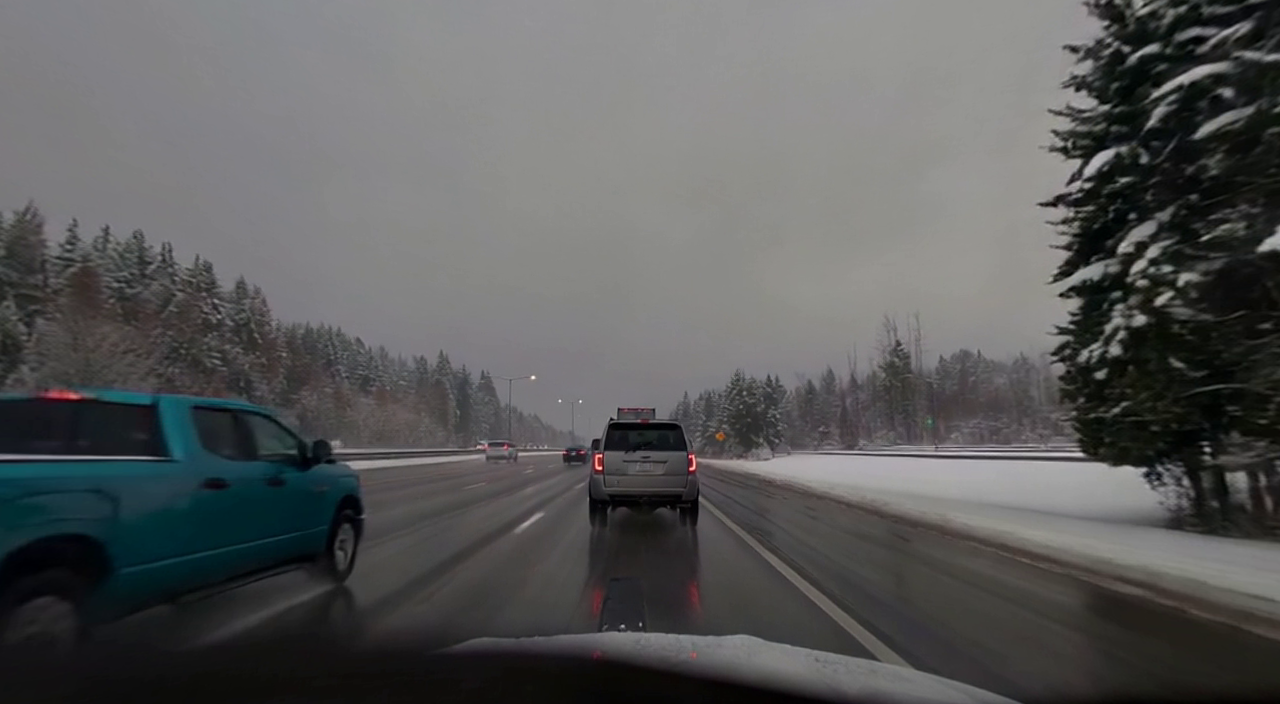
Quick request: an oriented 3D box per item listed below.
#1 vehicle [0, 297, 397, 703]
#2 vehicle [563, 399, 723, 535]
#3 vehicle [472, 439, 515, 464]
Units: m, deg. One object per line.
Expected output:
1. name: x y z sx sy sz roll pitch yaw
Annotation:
1. vehicle: -4.091 0.970 4.348 2.486 1.962 5.525 0 -8 2
2. vehicle: 0.020 2.076 11.896 2.395 2.013 4.734 0 -8 -1
3. vehicle: -10.724 7.325 46.537 2.009 1.771 4.540 0 -8 1
